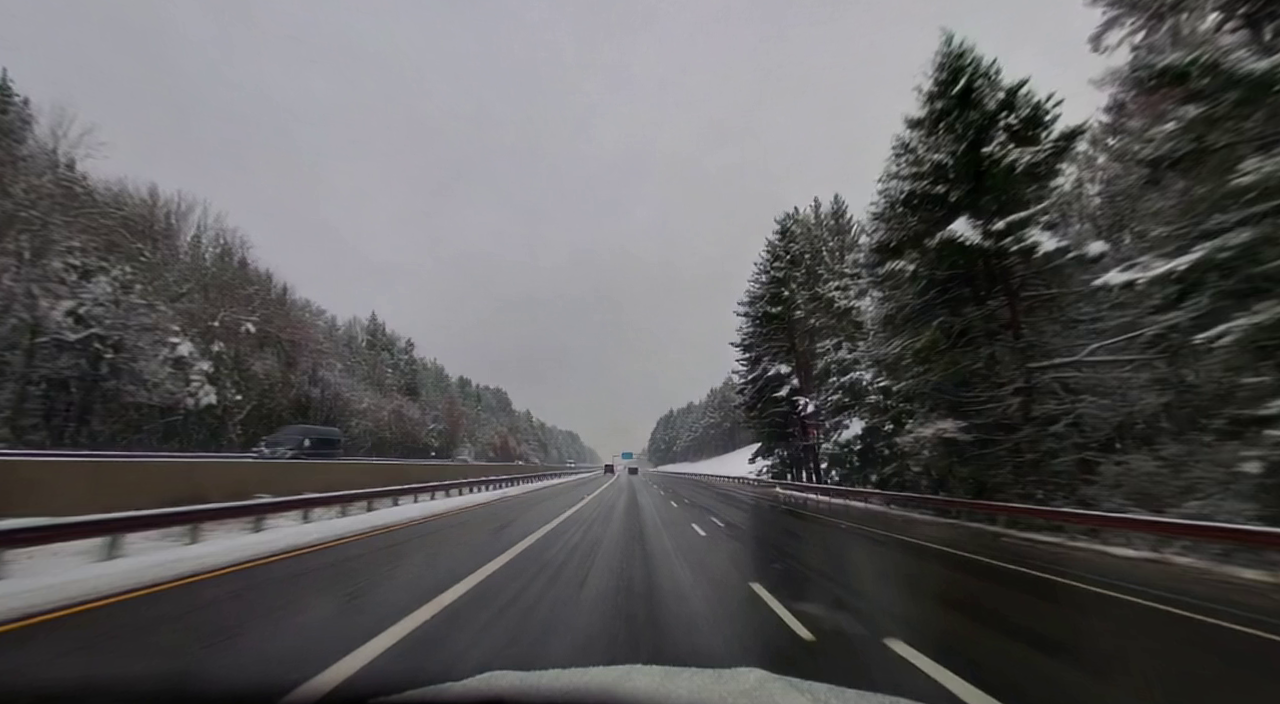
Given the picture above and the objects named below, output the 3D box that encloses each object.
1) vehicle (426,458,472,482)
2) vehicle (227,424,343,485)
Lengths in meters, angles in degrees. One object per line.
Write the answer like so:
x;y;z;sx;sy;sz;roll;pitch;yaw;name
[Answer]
-12.518;7.790;41.558;1.830;1.454;3.815;1;-10;0;vehicle
-17.306;5.136;31.249;2.188;2.646;5.914;1;-10;0;vehicle
